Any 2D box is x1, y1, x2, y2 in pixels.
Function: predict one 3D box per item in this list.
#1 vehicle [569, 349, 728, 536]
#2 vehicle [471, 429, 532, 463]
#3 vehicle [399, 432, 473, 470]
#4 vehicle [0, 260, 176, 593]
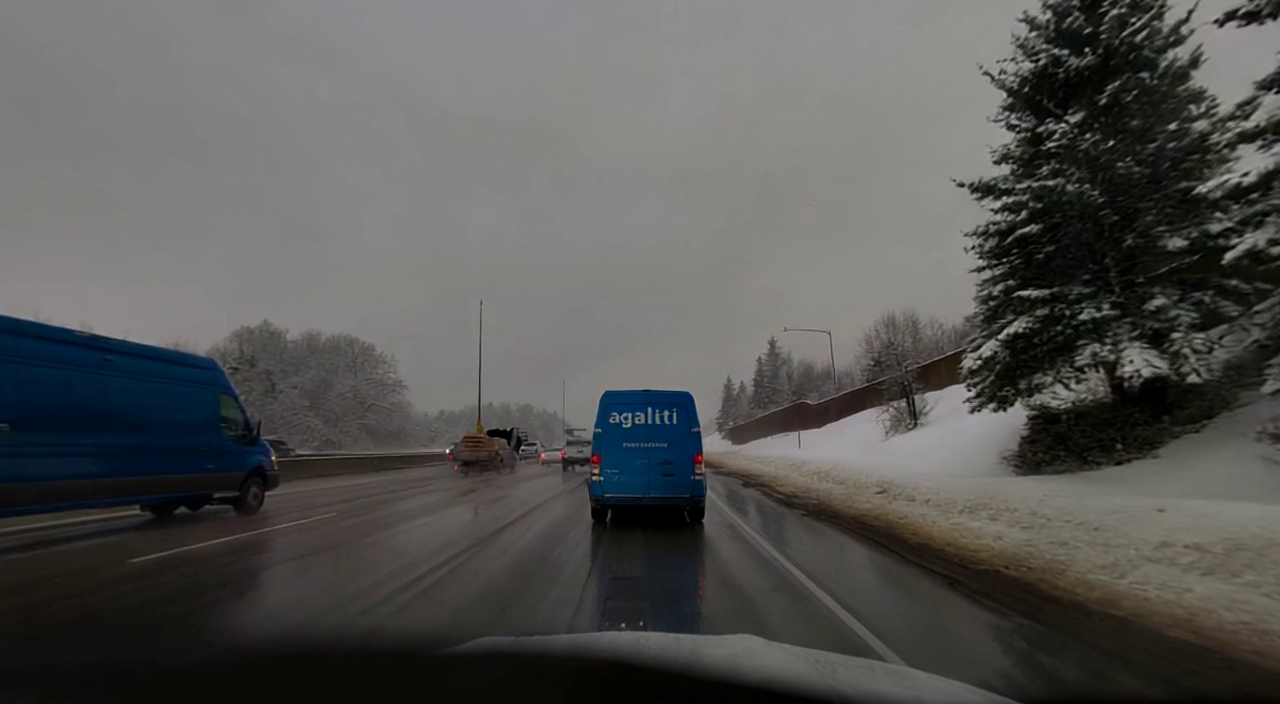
[{"bbox_3d":[0.179,1.787,12.518,2.316,2.738,6.398,0,-8,1],"label":"vehicle"},{"bbox_3d":[-9.454,6.533,43.767,2.566,2.158,5.957,-1,-8,3],"label":"vehicle"},{"bbox_3d":[-10.498,5.136,32.894,2.061,1.846,4.852,-1,-8,2],"label":"vehicle"},{"bbox_3d":[-7.407,0.475,4.368,2.717,3.113,7.354,0,-8,0],"label":"vehicle"}]
